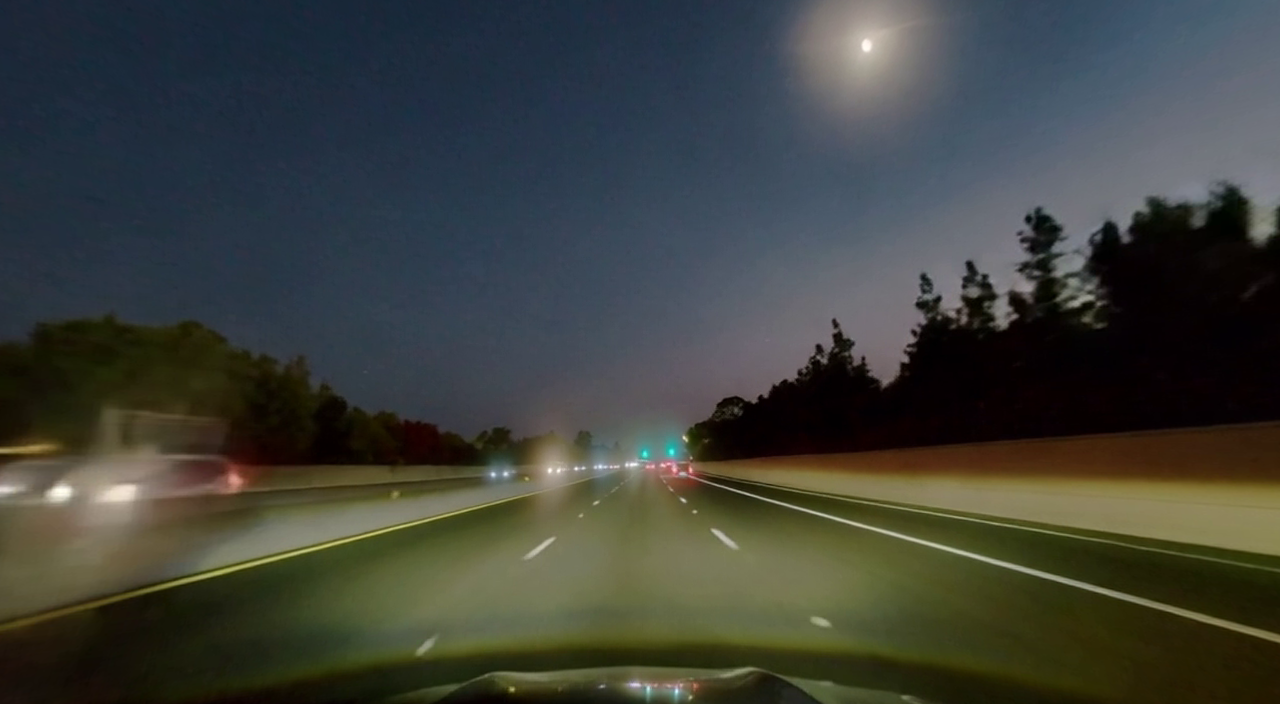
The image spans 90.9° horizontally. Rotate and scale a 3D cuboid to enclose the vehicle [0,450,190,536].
[{"bbox_3d":[-10.661,2.583,11.924,1.690,1.352,3.506,1,-10,-1],"label":"vehicle"}]
